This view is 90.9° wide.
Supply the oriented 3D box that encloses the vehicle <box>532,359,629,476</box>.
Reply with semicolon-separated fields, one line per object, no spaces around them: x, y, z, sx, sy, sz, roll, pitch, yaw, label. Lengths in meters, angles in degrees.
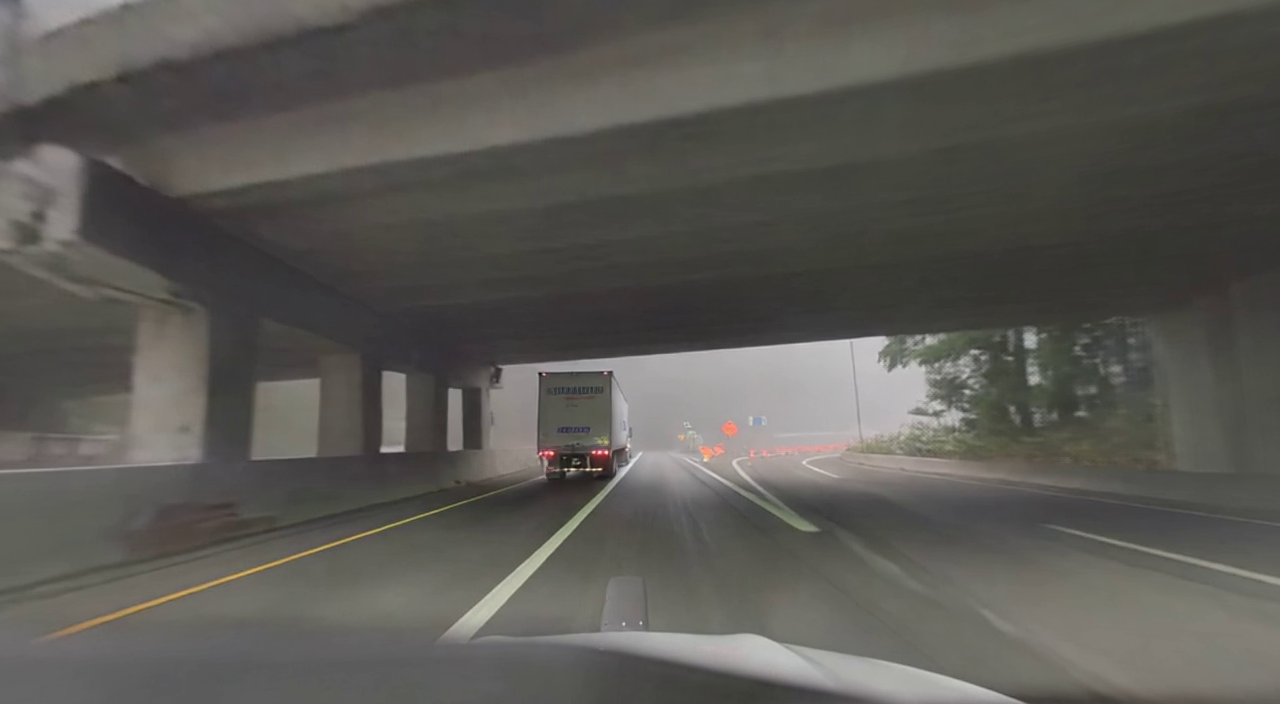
-2.275;3.694;30.469;2.873;4.060;16.327;-2;-10;1;vehicle
